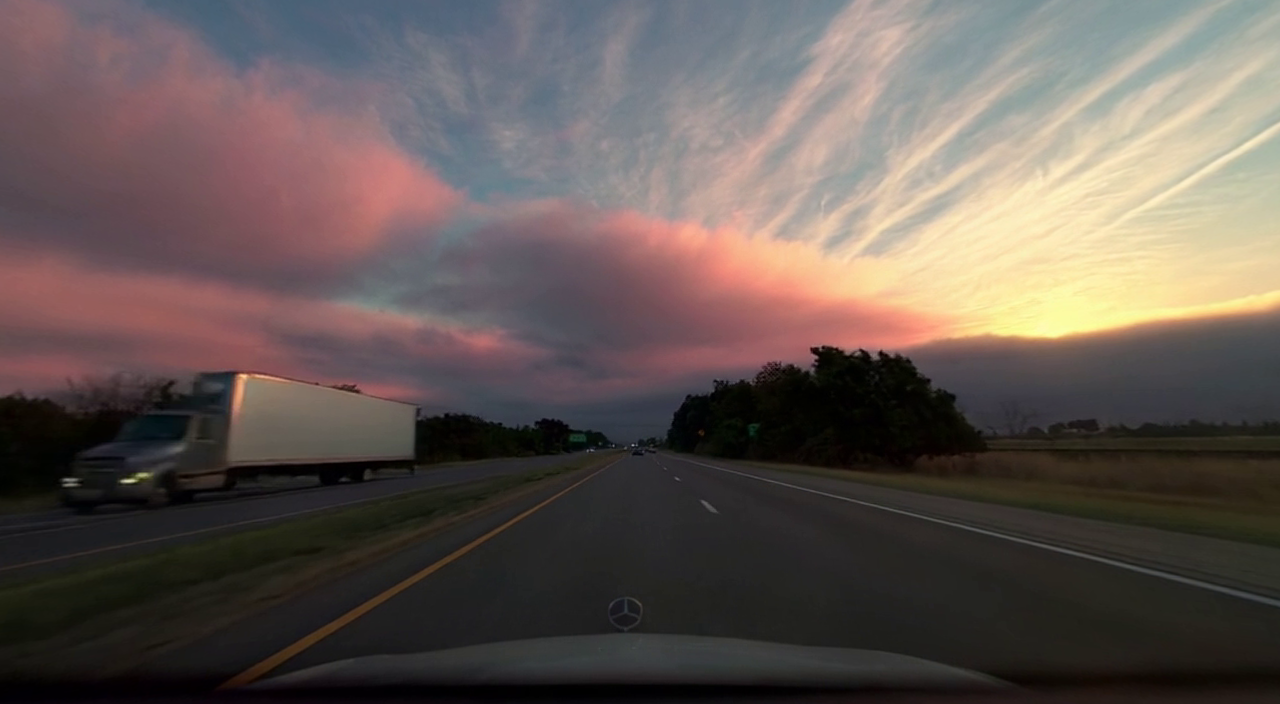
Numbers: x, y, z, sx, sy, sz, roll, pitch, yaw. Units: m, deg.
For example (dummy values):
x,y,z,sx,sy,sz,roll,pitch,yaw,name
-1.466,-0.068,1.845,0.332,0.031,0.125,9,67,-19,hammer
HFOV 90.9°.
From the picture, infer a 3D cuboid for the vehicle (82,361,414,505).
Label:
x,y,z,sx,sy,sz,roll,pitch,yaw,name
-13.721,3.497,25.698,3.028,3.929,16.813,0,-9,-1,vehicle
